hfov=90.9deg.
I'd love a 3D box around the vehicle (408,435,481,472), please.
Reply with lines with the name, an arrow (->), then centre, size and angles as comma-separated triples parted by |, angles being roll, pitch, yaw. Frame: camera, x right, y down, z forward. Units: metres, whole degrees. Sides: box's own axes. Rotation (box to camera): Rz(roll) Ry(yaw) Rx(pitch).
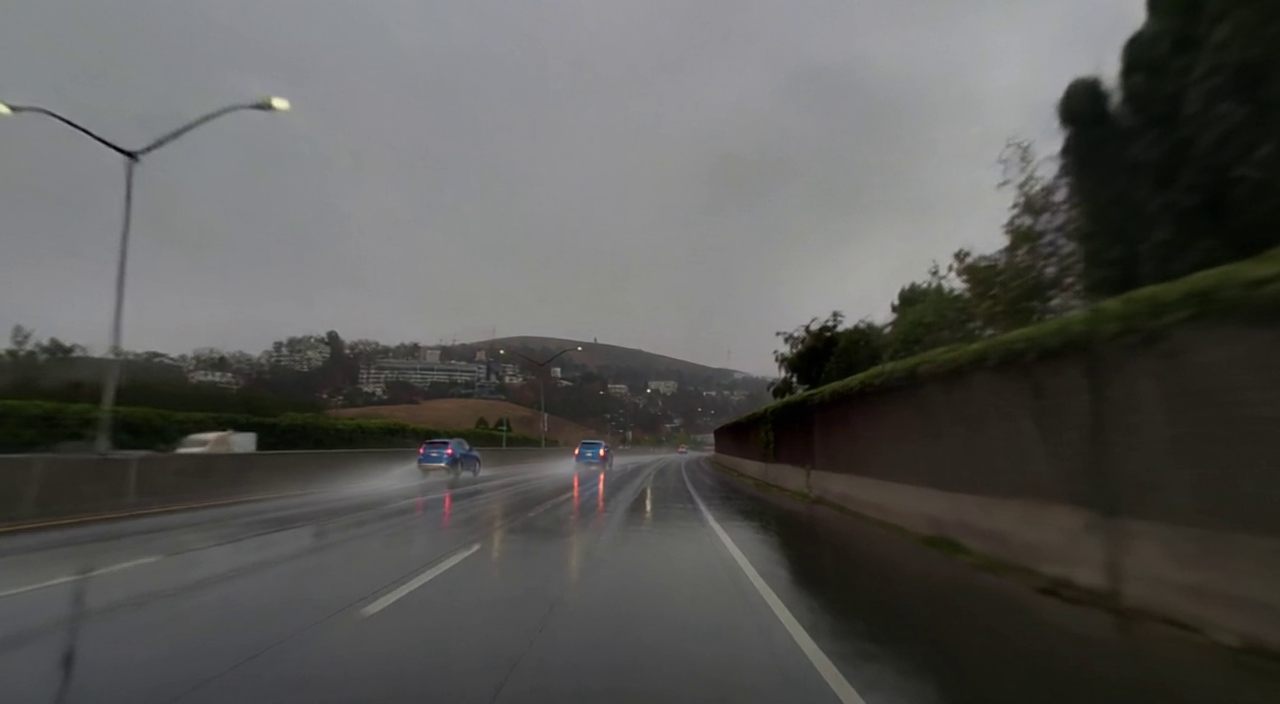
vehicle -> -9.902, 5.161, 32.364 | 2.039, 1.746, 4.528 | -1, -8, 4

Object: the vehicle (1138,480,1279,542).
vehicle -> 19.381, 5.227, 21.195 | 1.786, 1.559, 4.496 | -1, -8, 4

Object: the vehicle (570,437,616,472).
vehicle -> -2.540, 5.670, 35.095 | 2.028, 1.782, 4.150 | -1, -8, 4

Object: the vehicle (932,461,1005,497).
vehicle -> 25.762, 9.939, 49.857 | 2.775, 2.408, 6.139 | -1, -8, 4
